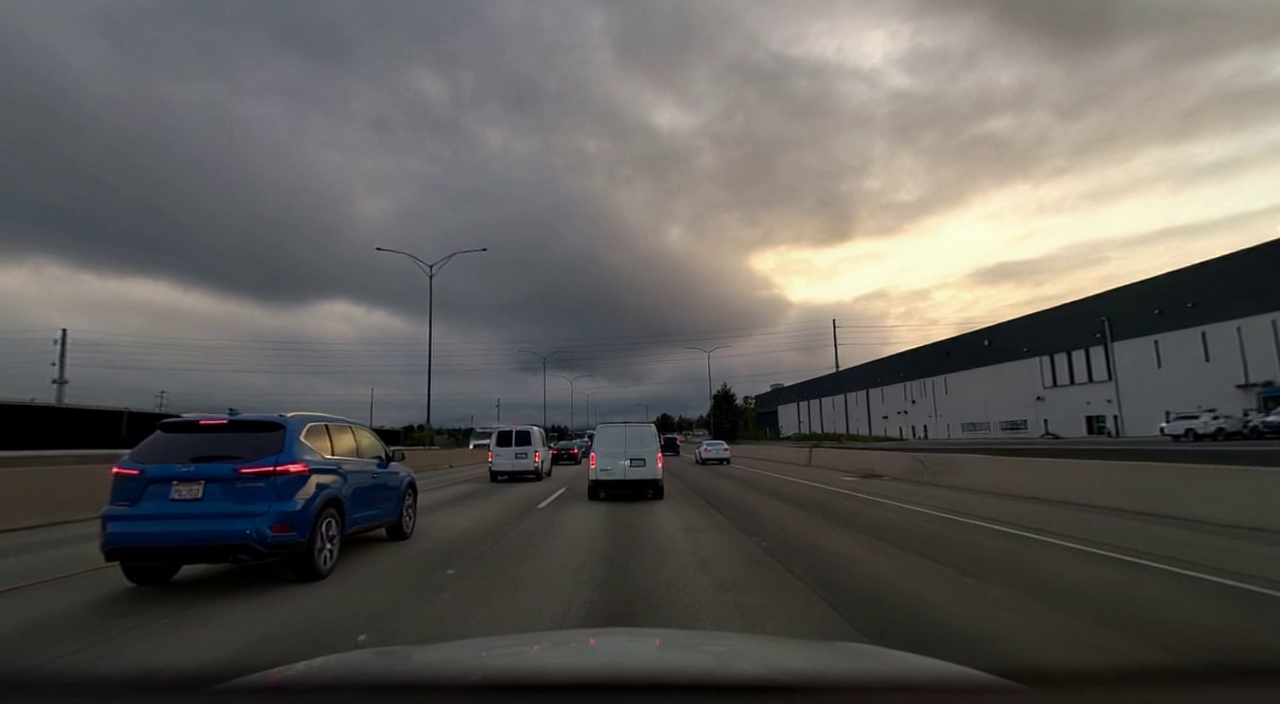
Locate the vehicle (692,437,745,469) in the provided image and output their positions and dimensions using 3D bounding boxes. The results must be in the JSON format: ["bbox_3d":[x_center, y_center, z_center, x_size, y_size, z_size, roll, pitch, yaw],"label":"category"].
[{"bbox_3d":[3.836,4.996,31.344,1.999,1.494,3.833,0,-8,-2],"label":"vehicle"}]

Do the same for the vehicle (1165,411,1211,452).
[{"bbox_3d":[30.841,4.506,35.467,1.480,2.238,1.864,-6,-10,32],"label":"vehicle"}]

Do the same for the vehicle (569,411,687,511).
[{"bbox_3d":[-0.292,2.454,14.605,2.304,1.925,4.282,0,-8,-1],"label":"vehicle"}]

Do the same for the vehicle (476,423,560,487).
[{"bbox_3d":[-4.019,3.456,21.455,2.038,1.936,4.300,0,-8,-1],"label":"vehicle"}]

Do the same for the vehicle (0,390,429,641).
[{"bbox_3d":[-3.912,1.432,6.575,1.972,1.703,4.333,0,-8,-1],"label":"vehicle"}]
